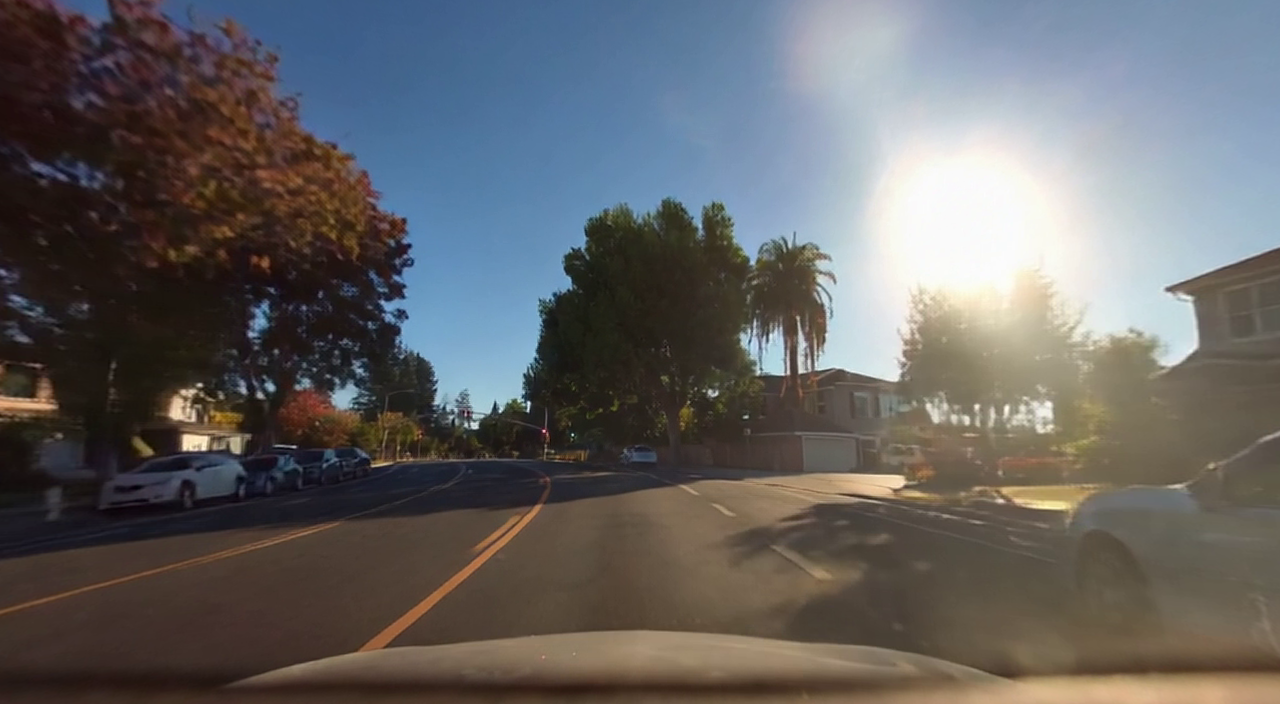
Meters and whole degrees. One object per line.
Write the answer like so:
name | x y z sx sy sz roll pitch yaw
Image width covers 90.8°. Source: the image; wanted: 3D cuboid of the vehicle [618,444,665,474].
vehicle | 0.002 6.284 37.392 1.951 1.620 4.582 2 -9 -11

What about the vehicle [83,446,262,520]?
vehicle | -13.138 3.632 18.240 2.146 1.806 4.733 1 -9 -10

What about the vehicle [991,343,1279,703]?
vehicle | 3.916 0.824 2.443 2.081 1.828 5.138 0 -9 -1

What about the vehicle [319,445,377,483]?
vehicle | -16.272 6.212 35.489 1.993 1.801 5.201 -1 -8 -13
